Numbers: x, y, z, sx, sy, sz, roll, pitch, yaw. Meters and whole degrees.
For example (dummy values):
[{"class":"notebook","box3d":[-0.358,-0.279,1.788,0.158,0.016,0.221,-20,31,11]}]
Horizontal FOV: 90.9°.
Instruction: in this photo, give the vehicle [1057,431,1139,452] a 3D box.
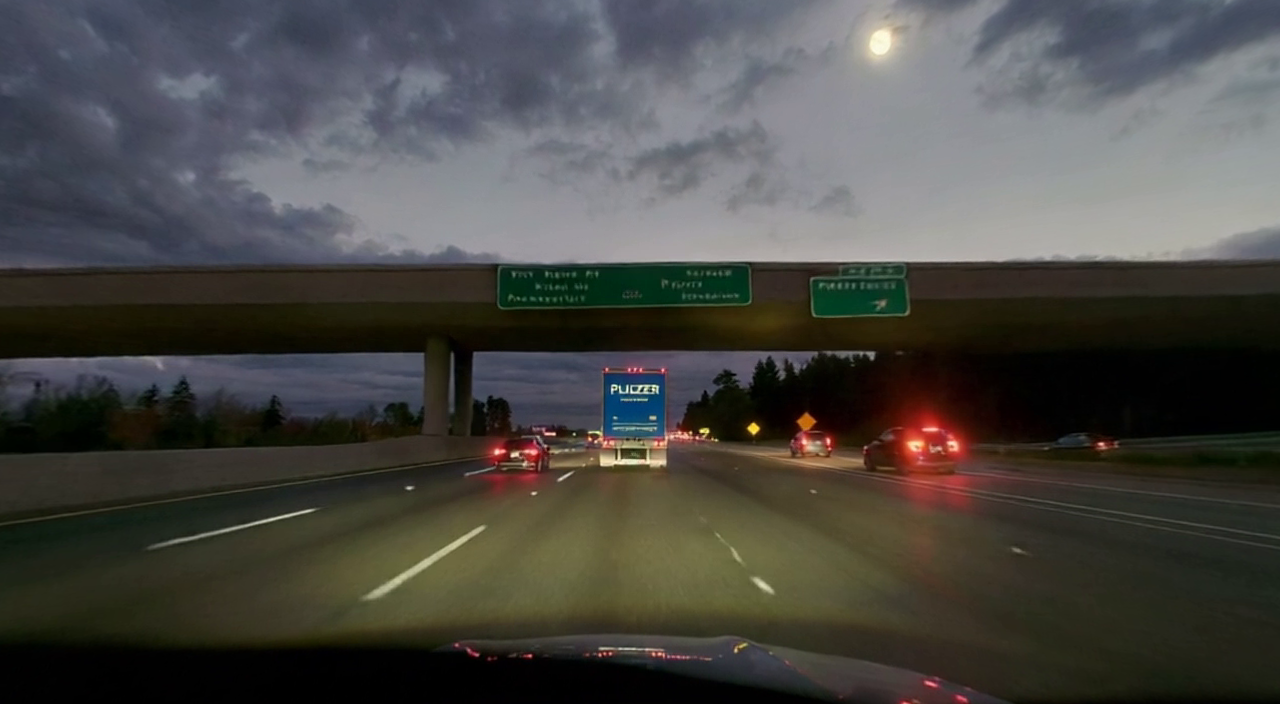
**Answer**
[{"class":"vehicle","box3d":[33.084,6.469,45.533,4.591,1.466,1.973,-6,-10,37]}]

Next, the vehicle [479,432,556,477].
[{"class":"vehicle","box3d":[-4.279,3.627,22.626,1.943,1.446,4.158,0,-8,0]}]

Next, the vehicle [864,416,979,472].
[{"class":"vehicle","box3d":[10.192,3.383,23.274,2.052,1.841,4.481,0,-8,-1]}]

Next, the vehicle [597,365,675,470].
[{"class":"vehicle","box3d":[-0.356,3.262,29.841,2.926,3.959,11.818,0,-8,-2]}]
